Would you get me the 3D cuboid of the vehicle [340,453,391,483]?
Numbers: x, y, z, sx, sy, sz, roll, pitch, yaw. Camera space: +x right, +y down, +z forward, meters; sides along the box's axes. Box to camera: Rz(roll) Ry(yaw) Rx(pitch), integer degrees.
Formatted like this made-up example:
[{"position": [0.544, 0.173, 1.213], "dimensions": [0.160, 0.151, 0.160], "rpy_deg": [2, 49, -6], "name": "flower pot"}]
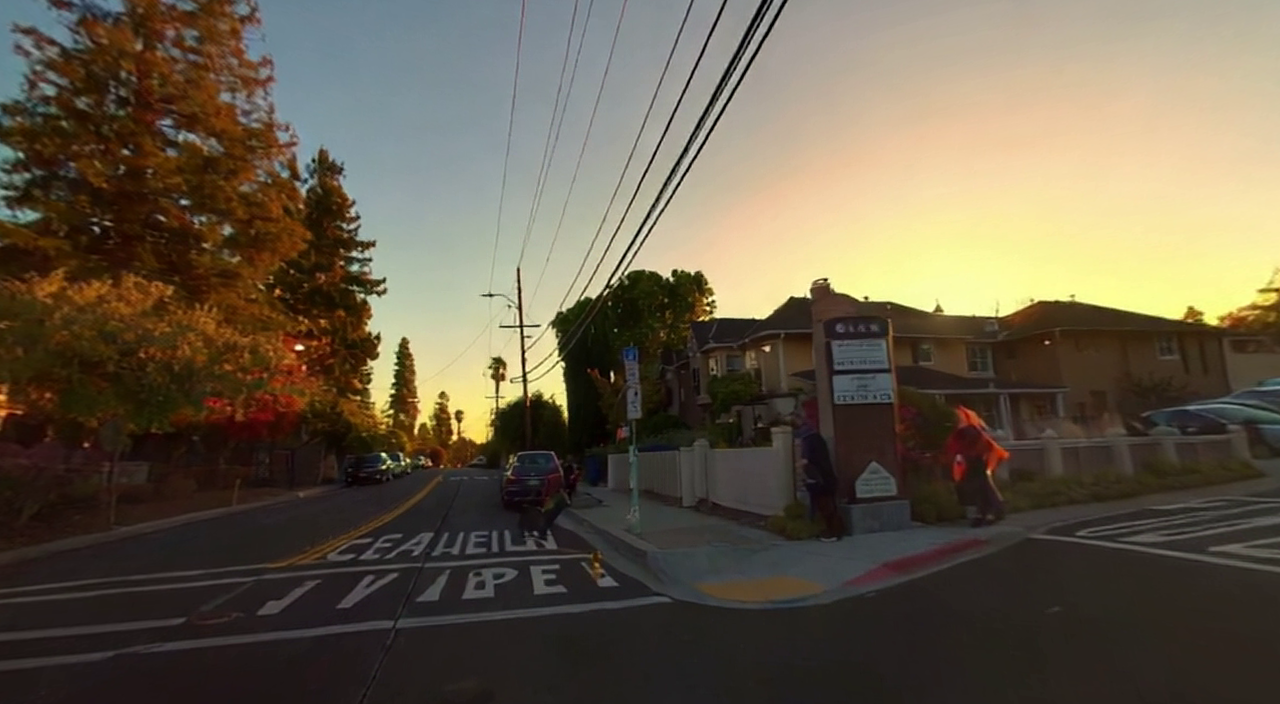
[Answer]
[{"position": [-17.858, 7.540, 41.343], "dimensions": [2.203, 1.787, 4.704], "rpy_deg": [2, -9, -14], "name": "vehicle"}]
